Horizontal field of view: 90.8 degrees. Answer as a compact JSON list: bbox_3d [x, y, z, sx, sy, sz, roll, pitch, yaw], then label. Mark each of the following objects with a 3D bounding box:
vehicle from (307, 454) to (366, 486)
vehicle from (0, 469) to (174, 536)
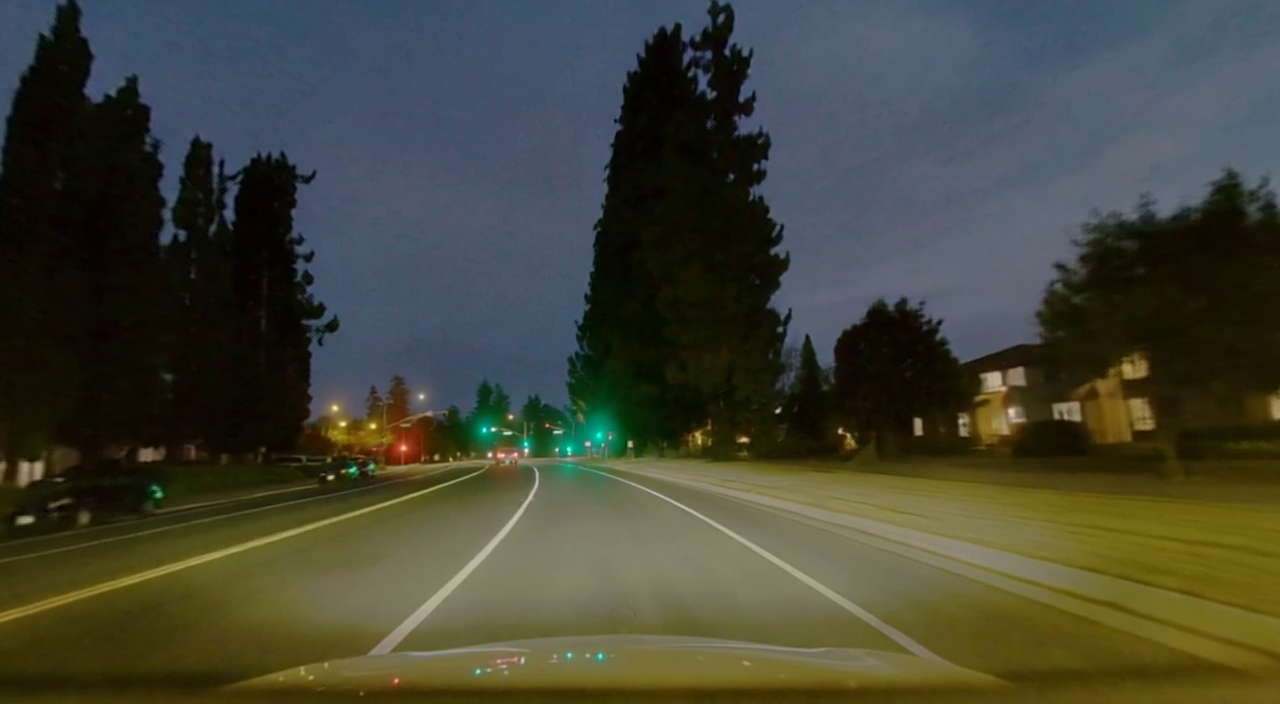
[{"bbox_3d":[-19.391,7.555,40.602,2.029,1.726,5.366,-3,-9,-11],"label":"vehicle"},{"bbox_3d":[-15.729,4.151,17.933,1.911,1.436,4.554,1,-8,-7],"label":"vehicle"}]
